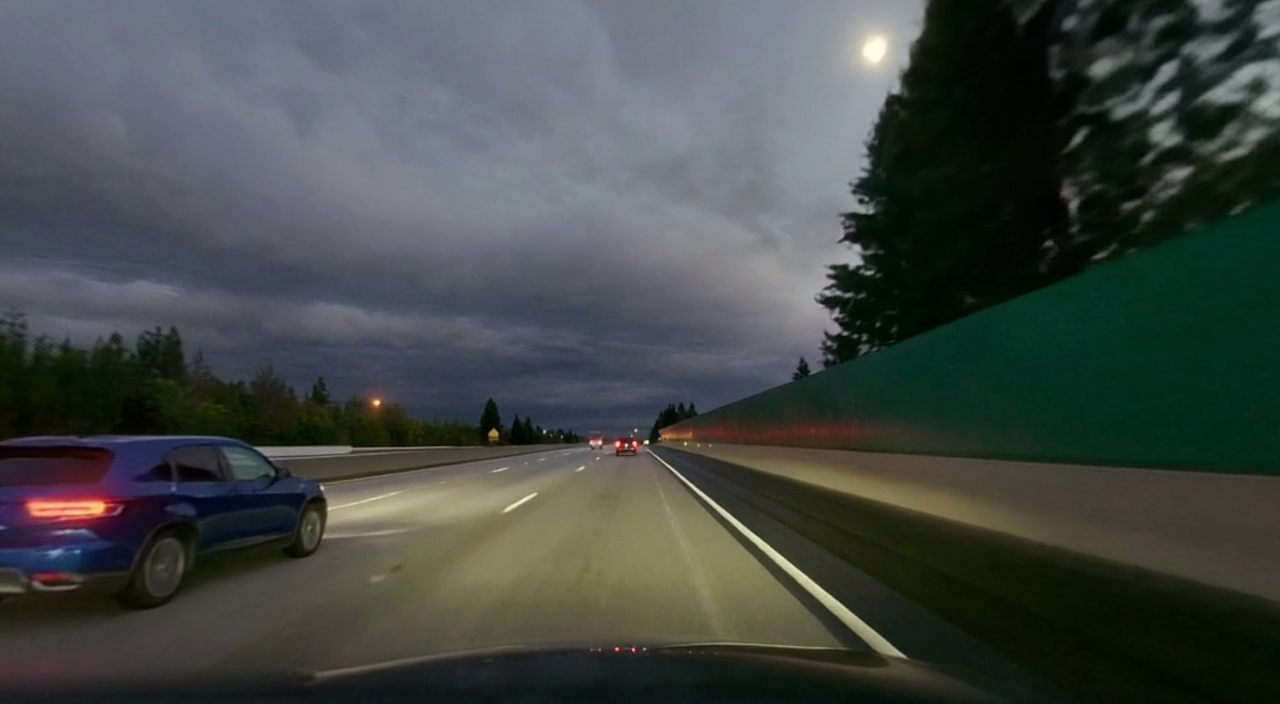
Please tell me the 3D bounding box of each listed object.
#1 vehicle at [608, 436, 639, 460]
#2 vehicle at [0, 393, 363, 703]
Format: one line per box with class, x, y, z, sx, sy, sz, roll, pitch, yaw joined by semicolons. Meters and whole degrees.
vehicle;-1.018;5.984;39.463;1.836;1.450;3.519;0;-8;-1
vehicle;-4.242;1.213;4.853;2.072;1.545;4.767;0;-8;0
